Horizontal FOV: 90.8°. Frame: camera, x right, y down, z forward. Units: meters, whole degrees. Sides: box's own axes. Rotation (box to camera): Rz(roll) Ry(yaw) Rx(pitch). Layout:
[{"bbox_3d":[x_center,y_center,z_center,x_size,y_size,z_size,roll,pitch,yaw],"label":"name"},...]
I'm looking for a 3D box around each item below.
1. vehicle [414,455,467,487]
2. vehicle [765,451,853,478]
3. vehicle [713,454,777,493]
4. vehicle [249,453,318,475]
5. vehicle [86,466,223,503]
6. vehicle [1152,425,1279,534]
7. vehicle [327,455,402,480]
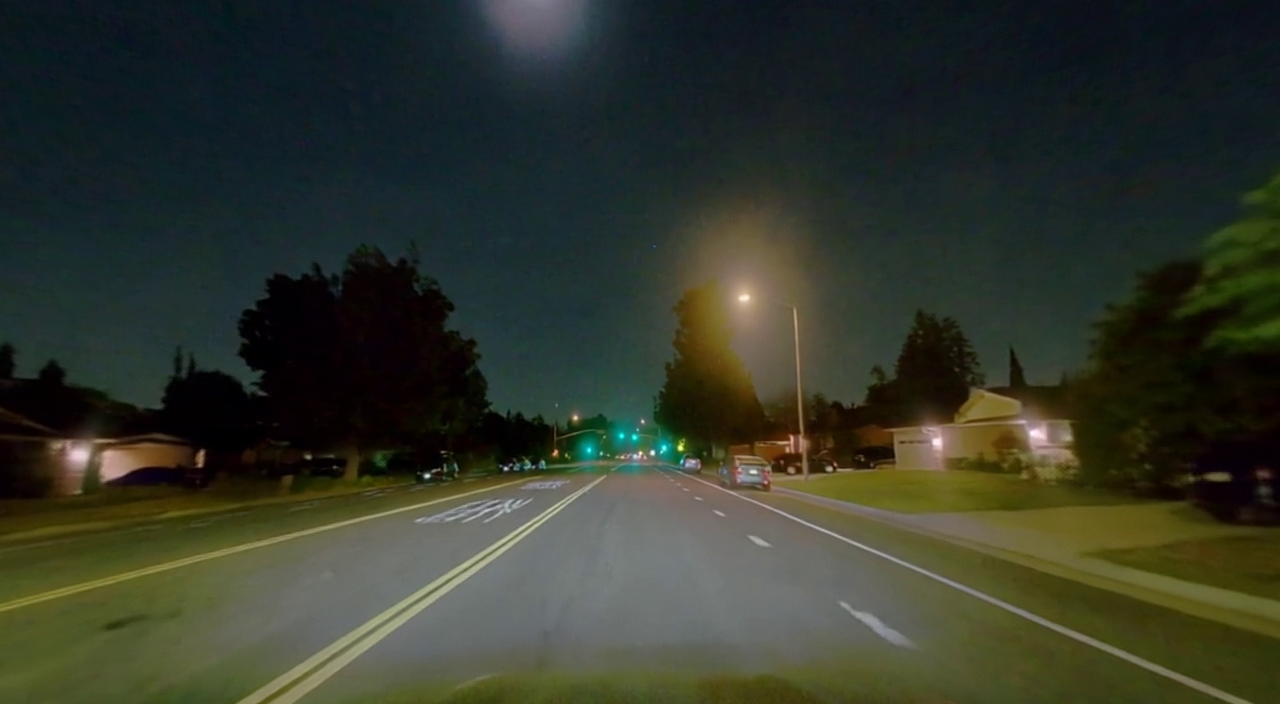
[{"bbox_3d":[-13.020,7.768,41.569,2.049,1.782,4.460,-4,-8,0],"label":"vehicle"},{"bbox_3d":[9.797,6.555,36.900,4.501,1.502,1.975,0,-9,-1],"label":"vehicle"},{"bbox_3d":[4.396,5.146,27.090,1.970,1.455,4.233,0,-9,-1],"label":"vehicle"},{"bbox_3d":[-26.902,8.480,47.750,4.073,1.502,1.822,-1,-9,-2],"label":"vehicle"},{"bbox_3d":[-21.596,5.884,28.265,4.413,1.477,2.100,-1,-9,1],"label":"vehicle"},{"bbox_3d":[11.198,1.939,9.948,4.596,1.527,1.858,0,-9,0],"label":"vehicle"},{"bbox_3d":[-20.649,8.671,47.495,4.744,1.752,2.008,1,-9,-7],"label":"vehicle"}]
